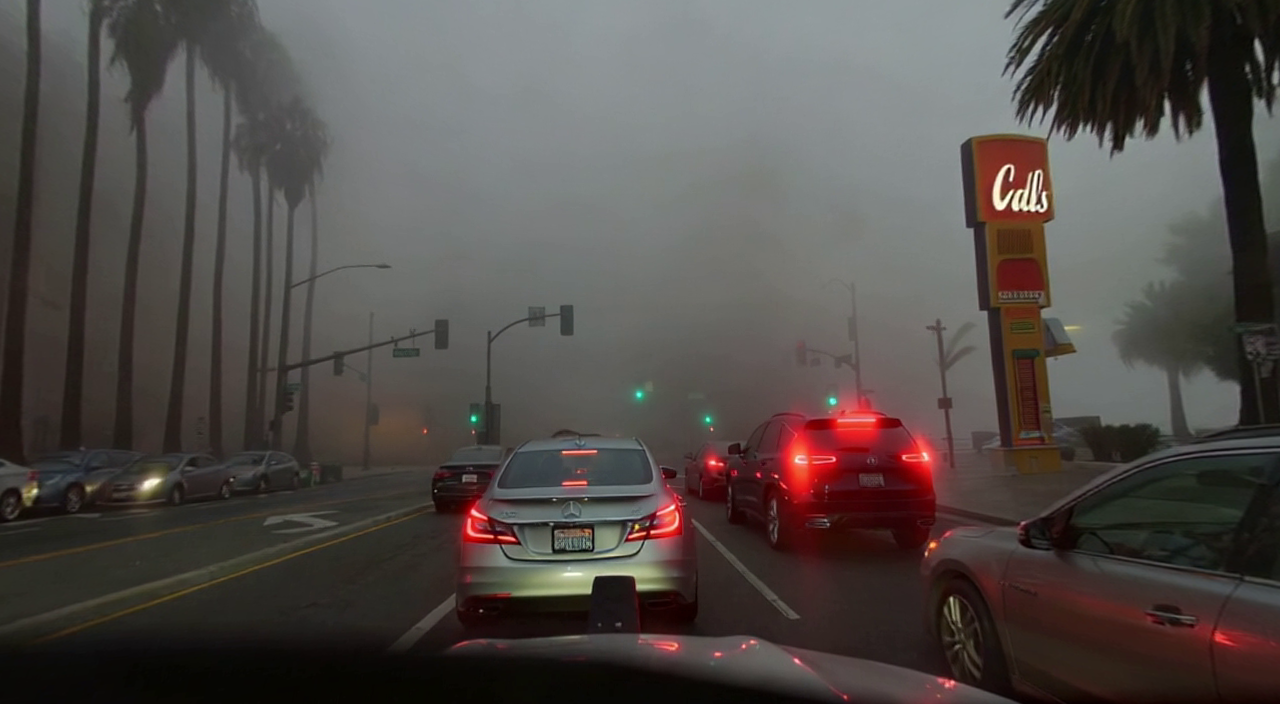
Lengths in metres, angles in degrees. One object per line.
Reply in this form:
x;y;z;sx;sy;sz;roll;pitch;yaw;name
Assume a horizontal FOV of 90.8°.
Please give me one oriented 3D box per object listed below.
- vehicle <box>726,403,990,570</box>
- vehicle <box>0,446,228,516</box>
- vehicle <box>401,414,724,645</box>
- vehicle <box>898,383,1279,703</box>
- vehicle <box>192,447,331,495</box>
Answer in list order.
2.648;1.775;9.076;2.096;1.775;4.440;0;-9;-1;vehicle
-12.848;3.132;15.927;1.870;1.475;4.531;0;-9;0;vehicle
-0.518;1.467;6.228;2.096;1.492;4.071;0;-9;0;vehicle
2.615;0.806;1.480;2.085;1.469;4.458;0;-9;-1;vehicle
-12.856;4.024;21.879;1.856;1.455;4.700;0;-9;1;vehicle
